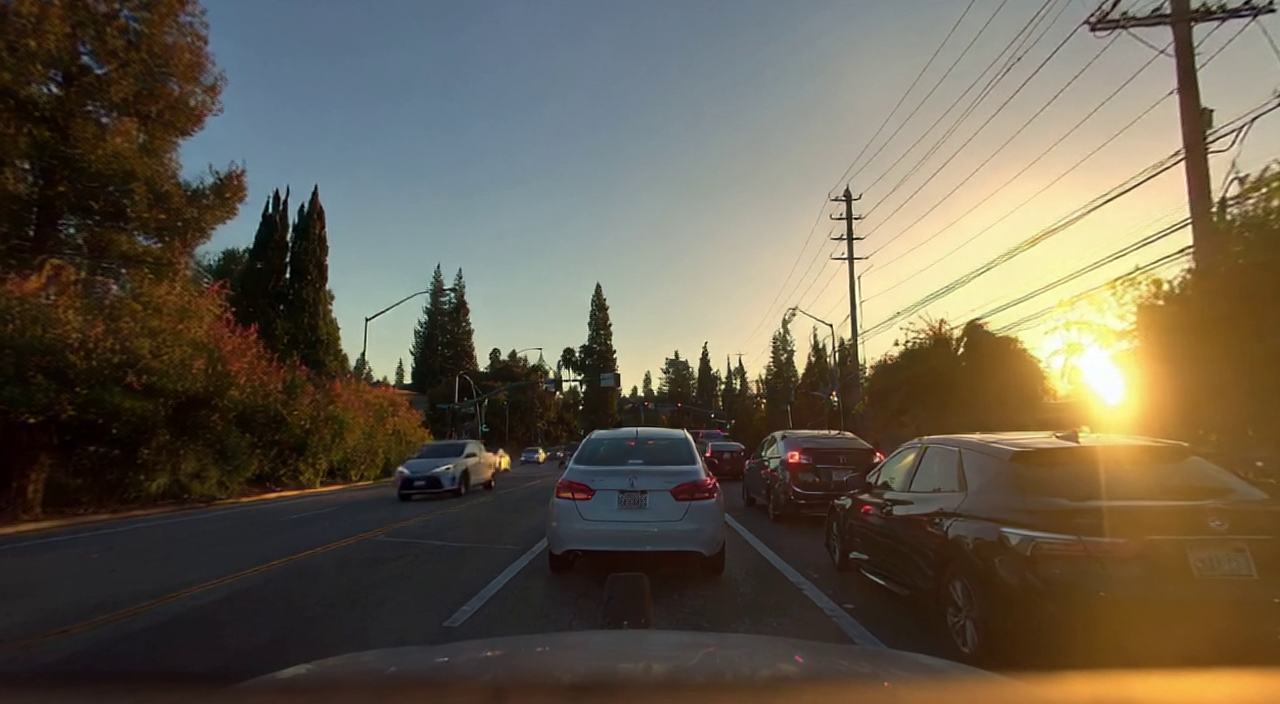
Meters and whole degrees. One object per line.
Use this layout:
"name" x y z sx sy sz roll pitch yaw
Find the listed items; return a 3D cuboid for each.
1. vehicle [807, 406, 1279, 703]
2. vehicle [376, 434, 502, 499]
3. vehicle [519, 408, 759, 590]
"vehicle" 2.889 1.305 4.993 1.950 1.487 4.275 0 -8 0
"vehicle" -6.051 3.494 19.719 2.253 1.751 4.700 -1 -8 1
"vehicle" 0.006 1.660 7.922 2.200 1.653 4.127 0 -8 1
